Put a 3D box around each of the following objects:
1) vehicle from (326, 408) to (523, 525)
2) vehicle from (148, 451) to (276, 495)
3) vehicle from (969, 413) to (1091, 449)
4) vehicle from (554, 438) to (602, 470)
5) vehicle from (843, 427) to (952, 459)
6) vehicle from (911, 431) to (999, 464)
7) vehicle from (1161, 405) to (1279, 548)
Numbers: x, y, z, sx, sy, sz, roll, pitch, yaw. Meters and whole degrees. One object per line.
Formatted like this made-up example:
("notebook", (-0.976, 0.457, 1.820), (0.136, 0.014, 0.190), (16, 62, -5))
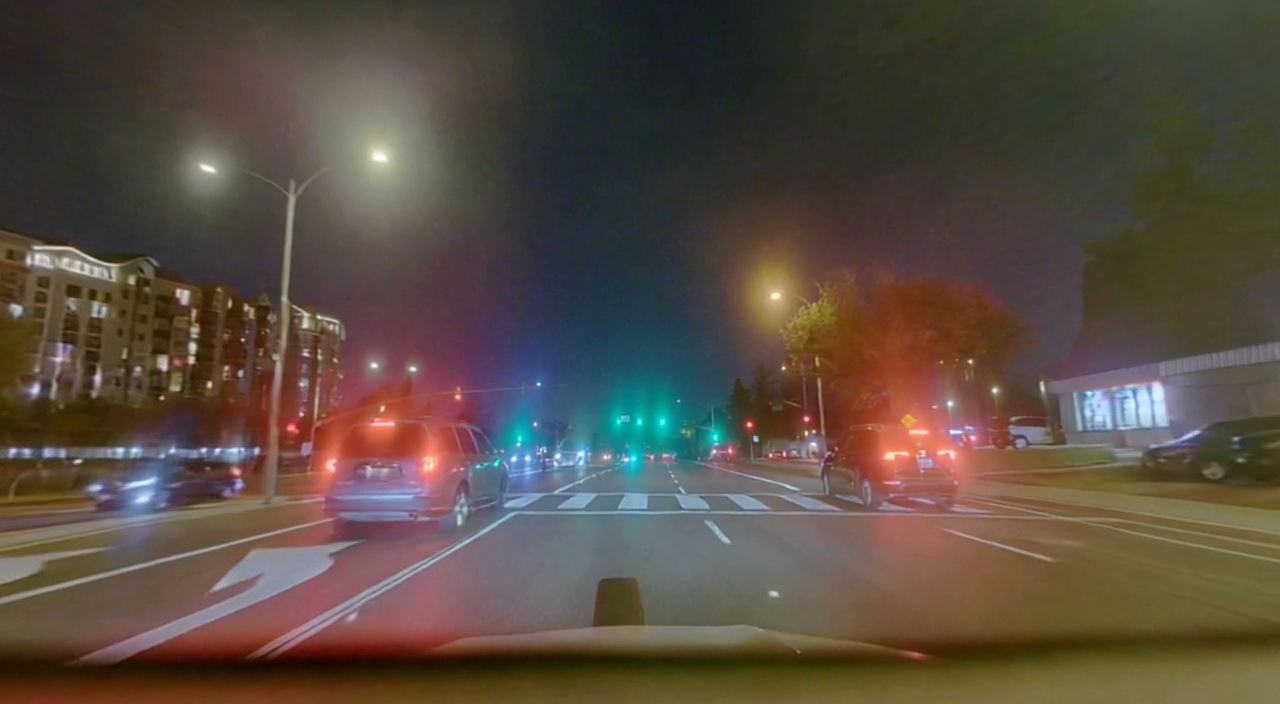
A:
("vehicle", (-3.970, 2.230, 12.786), (2.220, 1.888, 4.904), (0, -8, 0))
("vehicle", (-15.979, 4.509, 23.895), (1.835, 1.448, 4.208), (0, -9, 0))
("vehicle", (23.134, 4.739, 37.672), (5.656, 1.985, 2.187), (-1, -9, 3))
("vehicle", (-3.482, 5.822, 36.152), (2.180, 1.699, 4.485), (0, -8, 1))
("vehicle", (15.601, 5.558, 38.514), (5.618, 1.857, 2.296), (0, -9, -2))
("vehicle", (14.753, 4.503, 29.929), (1.865, 1.425, 4.439), (0, -8, 0))
("vehicle", (10.002, 1.570, 8.164), (4.399, 1.722, 2.202), (-3, -9, 18))
